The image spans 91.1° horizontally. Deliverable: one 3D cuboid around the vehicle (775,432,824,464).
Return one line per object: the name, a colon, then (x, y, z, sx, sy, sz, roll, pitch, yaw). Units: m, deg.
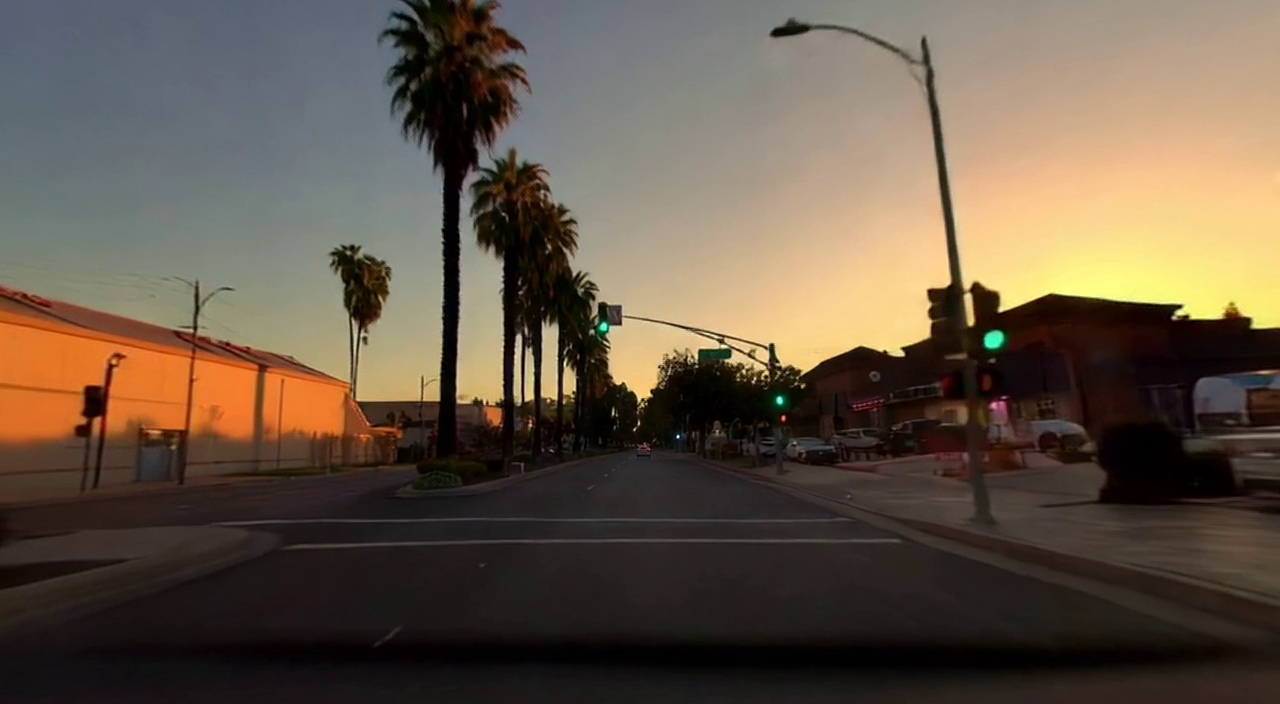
vehicle: (9.825, 5.986, 38.922, 1.655, 1.820, 3.969, 0, -10, -5)

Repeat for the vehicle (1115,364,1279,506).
vehicle: (11.117, 1.464, 10.769, 4.422, 2.157, 1.906, 2, -9, -4)

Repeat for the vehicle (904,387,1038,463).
vehicle: (15.885, 3.716, 31.001, 3.161, 3.209, 7.934, -1, -8, 8)

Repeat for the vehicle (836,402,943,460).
vehicle: (16.161, 5.362, 41.758, 2.814, 3.328, 10.467, 0, -8, 0)
